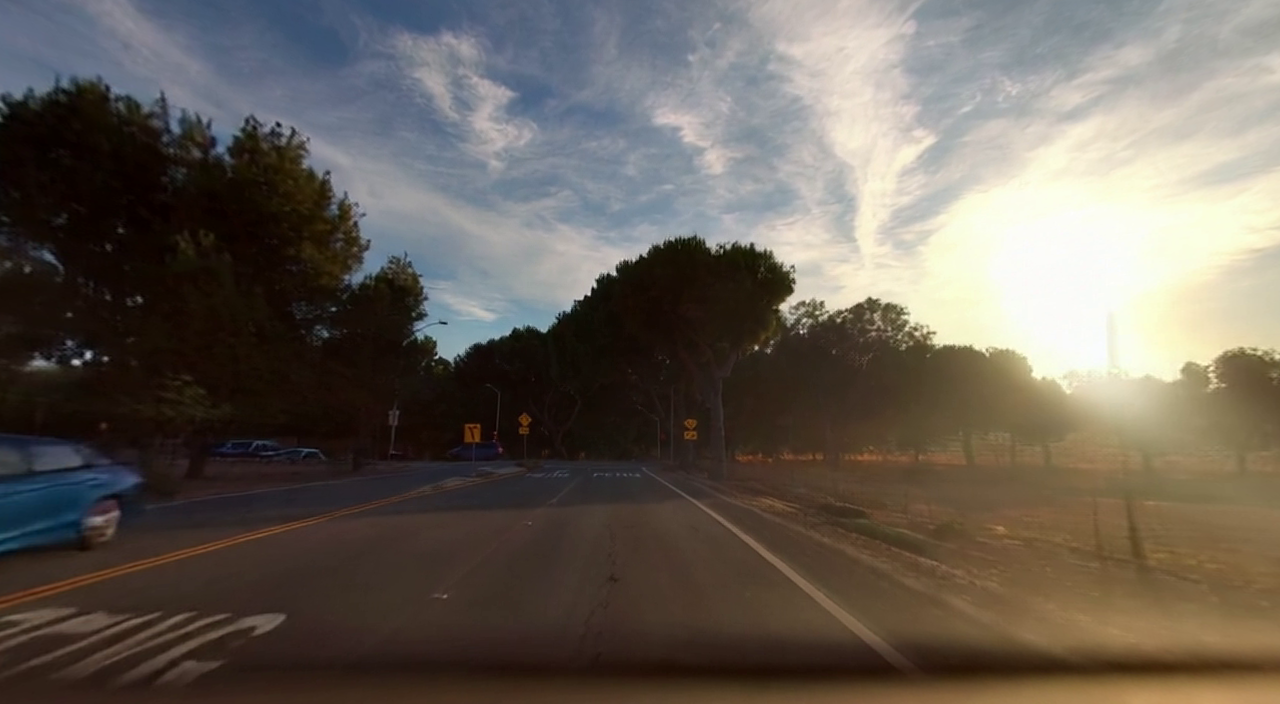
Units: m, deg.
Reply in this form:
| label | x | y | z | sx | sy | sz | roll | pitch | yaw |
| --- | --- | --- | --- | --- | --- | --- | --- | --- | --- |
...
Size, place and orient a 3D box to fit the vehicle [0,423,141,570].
| label | x | y | z | sx | sy | sz | roll | pitch | yaw |
| --- | --- | --- | --- | --- | --- | --- | --- | --- | --- |
| vehicle | -8.017 | 1.526 | 6.508 | 2.129 | 1.590 | 4.616 | 0 | -9 | -4 |
